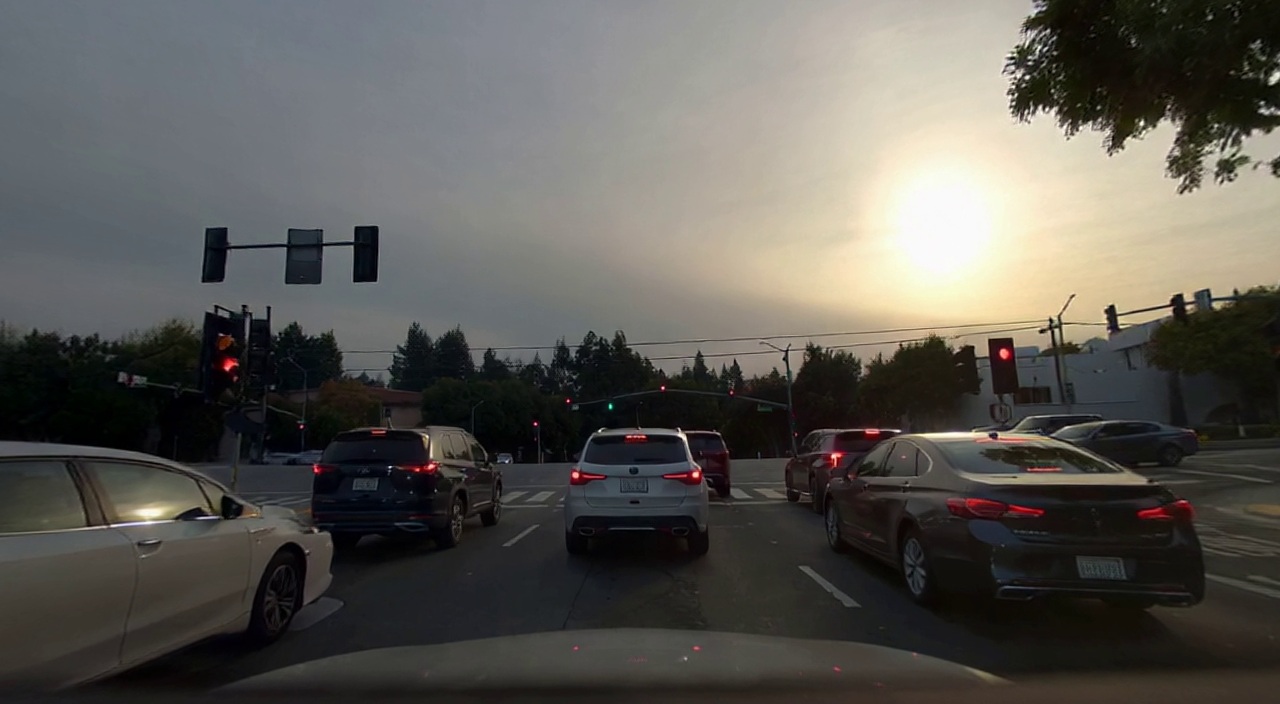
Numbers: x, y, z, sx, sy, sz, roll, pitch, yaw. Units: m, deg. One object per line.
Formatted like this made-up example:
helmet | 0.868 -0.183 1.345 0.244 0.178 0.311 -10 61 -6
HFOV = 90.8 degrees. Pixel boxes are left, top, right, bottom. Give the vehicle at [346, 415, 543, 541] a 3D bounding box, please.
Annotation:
vehicle | -3.193 2.160 11.454 2.048 1.805 4.405 0 -8 1

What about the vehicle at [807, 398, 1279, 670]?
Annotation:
vehicle | 3.235 1.445 6.180 2.006 1.659 4.462 0 -8 1

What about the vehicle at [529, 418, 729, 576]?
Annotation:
vehicle | -0.087 1.812 8.625 2.106 1.655 3.717 0 -8 1

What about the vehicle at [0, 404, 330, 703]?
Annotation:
vehicle | -3.338 0.956 2.411 1.863 1.495 4.667 0 -8 1
